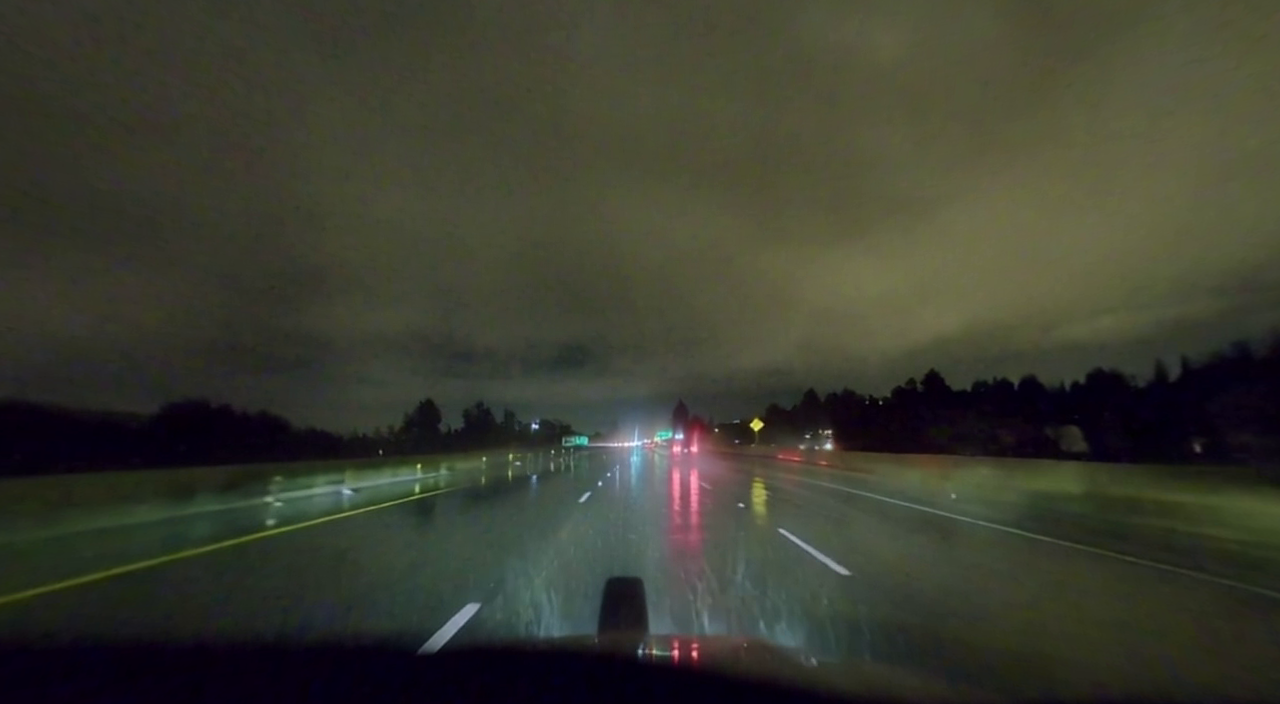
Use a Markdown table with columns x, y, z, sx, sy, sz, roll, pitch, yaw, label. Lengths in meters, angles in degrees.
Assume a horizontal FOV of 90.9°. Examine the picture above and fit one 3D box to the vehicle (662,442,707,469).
| x | y | z | sx | sy | sz | roll | pitch | yaw | label |
| --- | --- | --- | --- | --- | --- | --- | --- | --- | --- |
| 2.508 | 6.029 | 36.936 | 2.193 | 1.462 | 4.533 | 0 | -8 | -1 | vehicle |
